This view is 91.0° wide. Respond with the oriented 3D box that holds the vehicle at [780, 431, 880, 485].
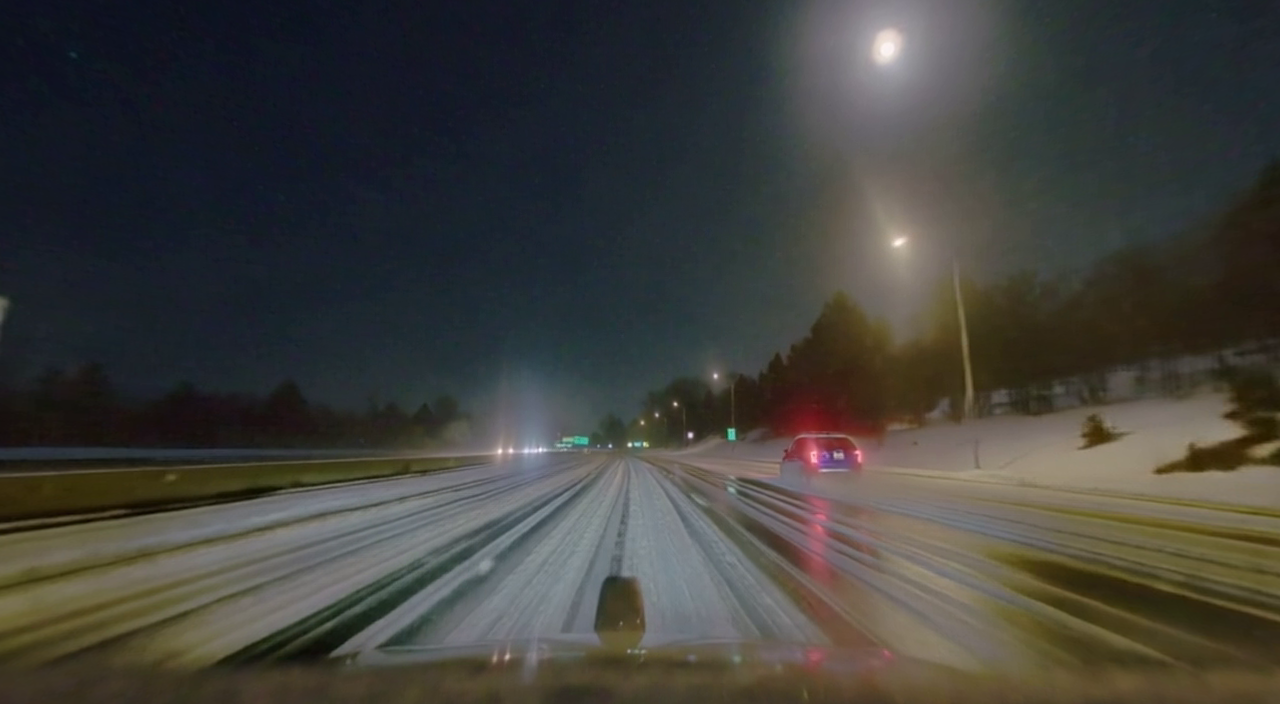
[{"bbox_3d":[6.632,3.762,22.565,2.091,1.711,4.383,0,-9,-1],"label":"vehicle"}]
